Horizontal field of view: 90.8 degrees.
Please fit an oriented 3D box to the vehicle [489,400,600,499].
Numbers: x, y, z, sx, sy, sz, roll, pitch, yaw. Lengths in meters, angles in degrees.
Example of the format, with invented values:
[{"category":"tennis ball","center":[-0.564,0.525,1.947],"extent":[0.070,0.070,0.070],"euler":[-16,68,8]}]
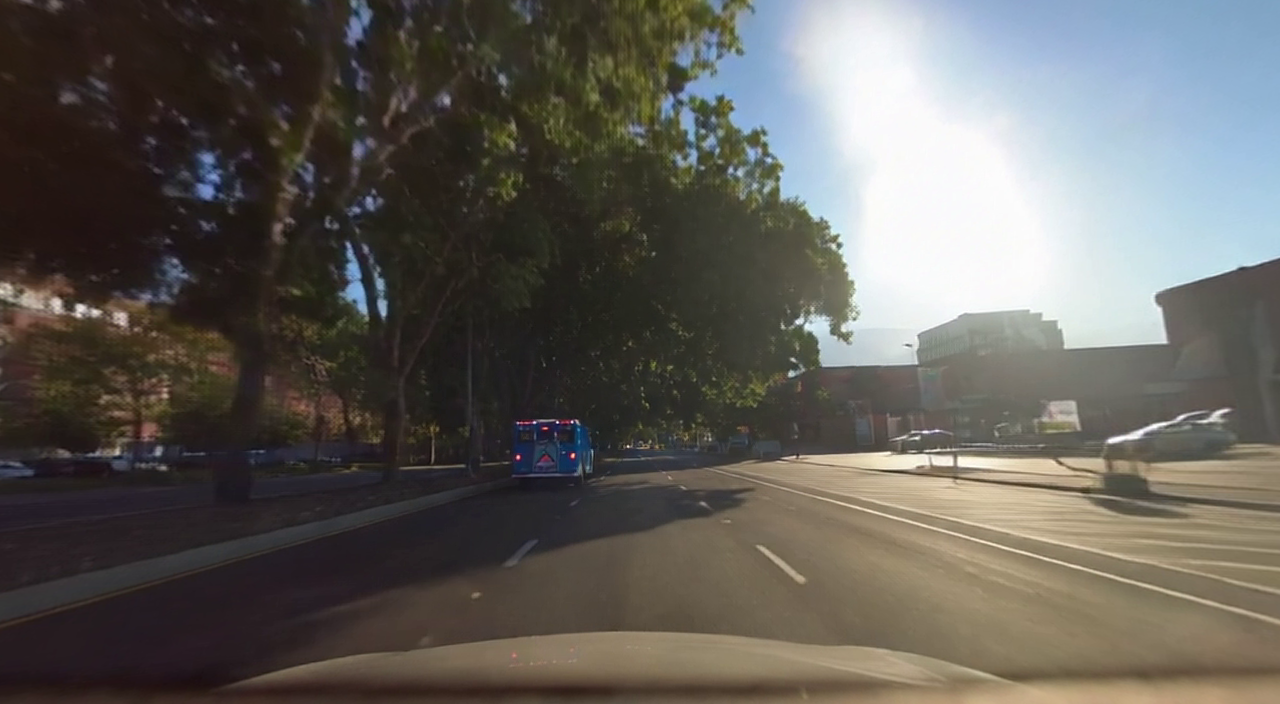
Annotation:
[{"category":"vehicle","center":[-2.910,3.218,21.003],"extent":[2.633,2.787,5.796],"euler":[-1,-9,1]}]
